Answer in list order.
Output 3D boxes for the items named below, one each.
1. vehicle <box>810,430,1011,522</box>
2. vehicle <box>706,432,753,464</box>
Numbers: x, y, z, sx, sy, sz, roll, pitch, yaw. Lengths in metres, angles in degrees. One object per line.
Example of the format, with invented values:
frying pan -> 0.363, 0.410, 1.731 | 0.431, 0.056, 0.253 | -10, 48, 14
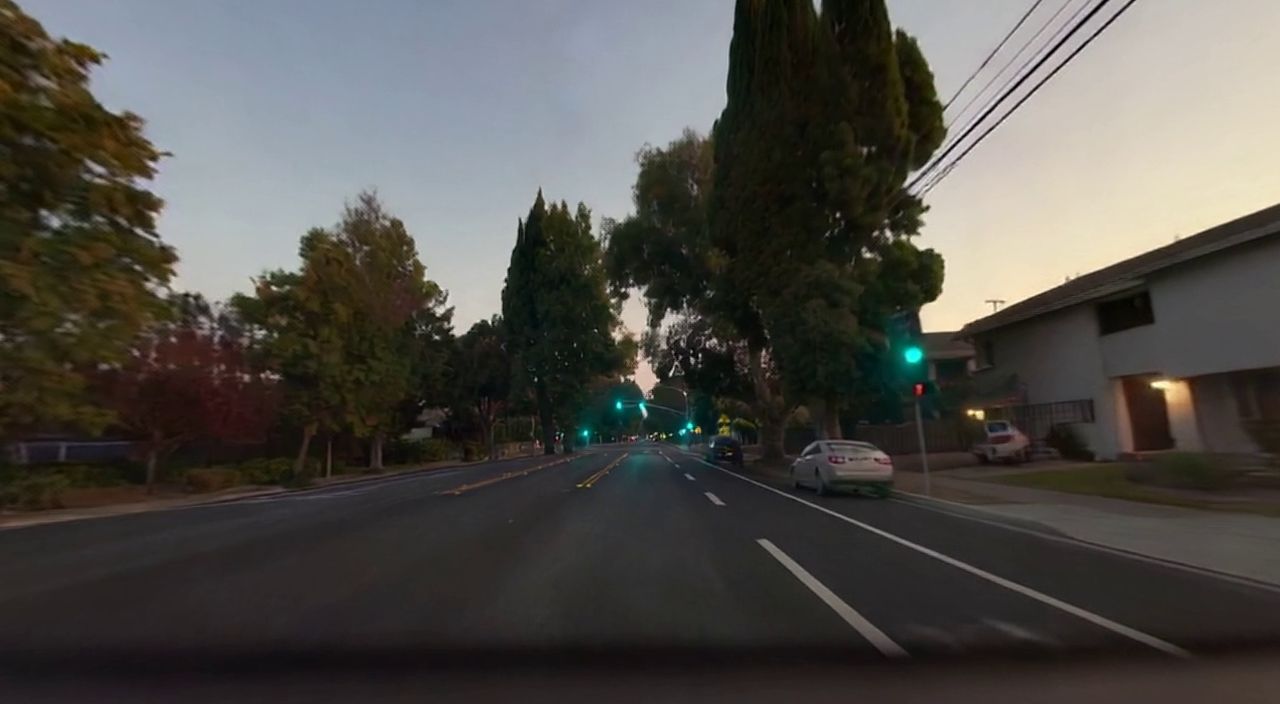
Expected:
vehicle -> 5.094, 2.387, 12.856 | 2.032, 1.478, 5.040 | 0, -8, 2
vehicle -> 5.263, 5.700, 37.572 | 2.069, 1.743, 4.595 | 0, -8, 0
